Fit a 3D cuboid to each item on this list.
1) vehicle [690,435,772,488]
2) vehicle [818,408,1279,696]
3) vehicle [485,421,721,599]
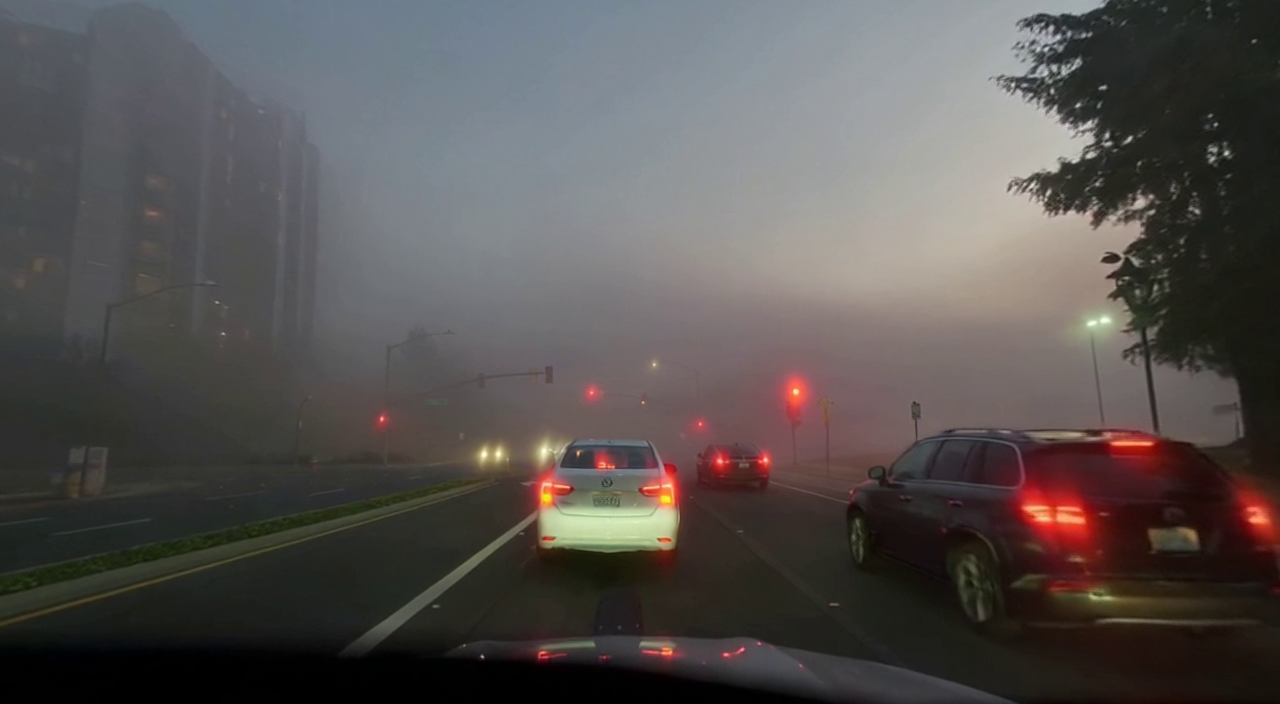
[{"bbox_3d":[2.873,3.553,20.834,1.874,1.556,4.116,0,-9,-3],"label":"vehicle"},{"bbox_3d":[3.169,1.354,5.484,1.910,1.474,4.263,0,-9,-1],"label":"vehicle"},{"bbox_3d":[-0.348,1.613,7.222,2.006,1.487,3.535,0,-9,-1],"label":"vehicle"}]
